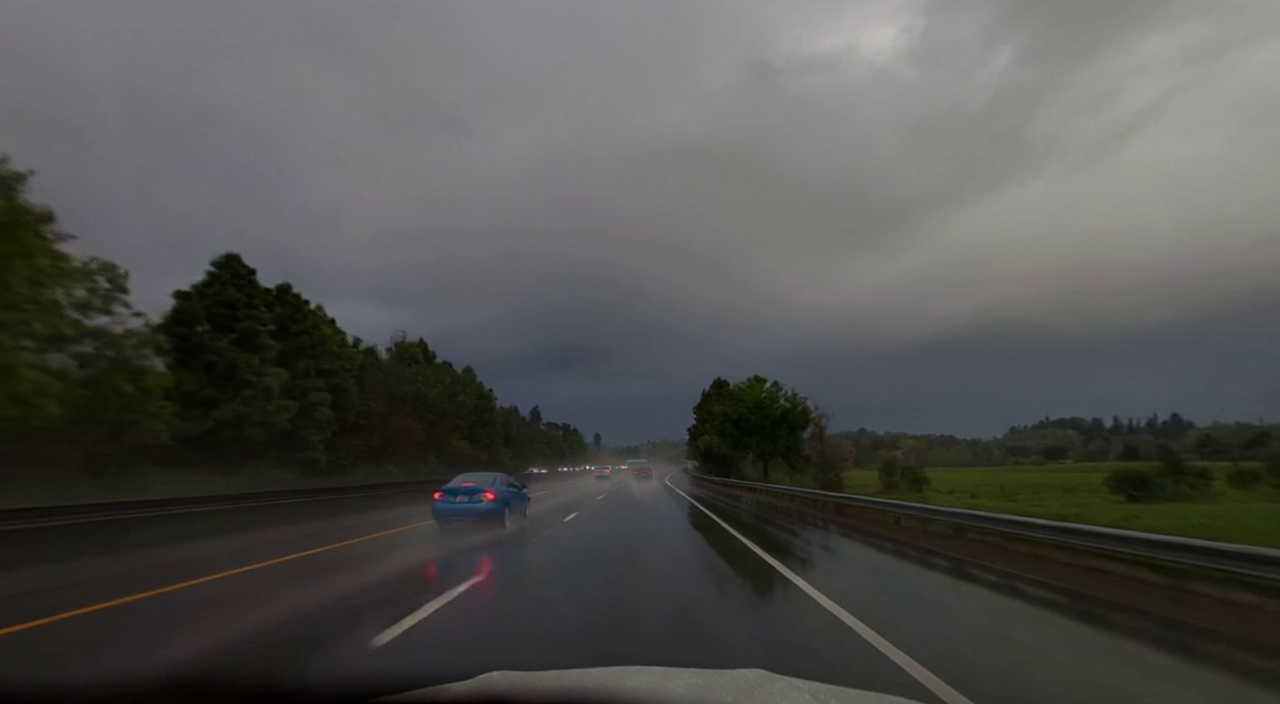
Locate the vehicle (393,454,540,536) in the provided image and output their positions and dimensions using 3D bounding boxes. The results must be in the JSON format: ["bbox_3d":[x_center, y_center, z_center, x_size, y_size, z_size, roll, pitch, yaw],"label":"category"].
[{"bbox_3d":[-3.698,3.159,14.358,2.047,1.523,4.279,1,-11,1],"label":"vehicle"}]
